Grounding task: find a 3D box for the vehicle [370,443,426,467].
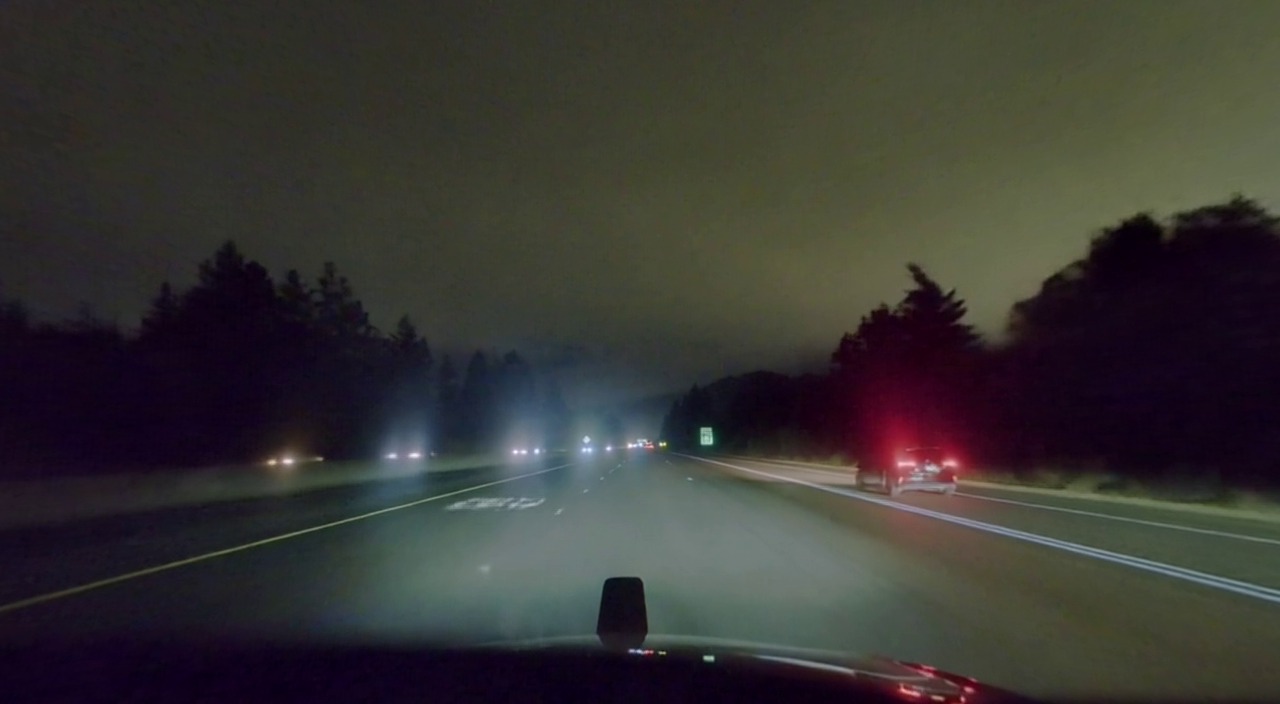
[{"bbox_3d":[-17.249,7.381,45.265,2.062,1.597,4.765,0,-9,1],"label":"vehicle"}]
